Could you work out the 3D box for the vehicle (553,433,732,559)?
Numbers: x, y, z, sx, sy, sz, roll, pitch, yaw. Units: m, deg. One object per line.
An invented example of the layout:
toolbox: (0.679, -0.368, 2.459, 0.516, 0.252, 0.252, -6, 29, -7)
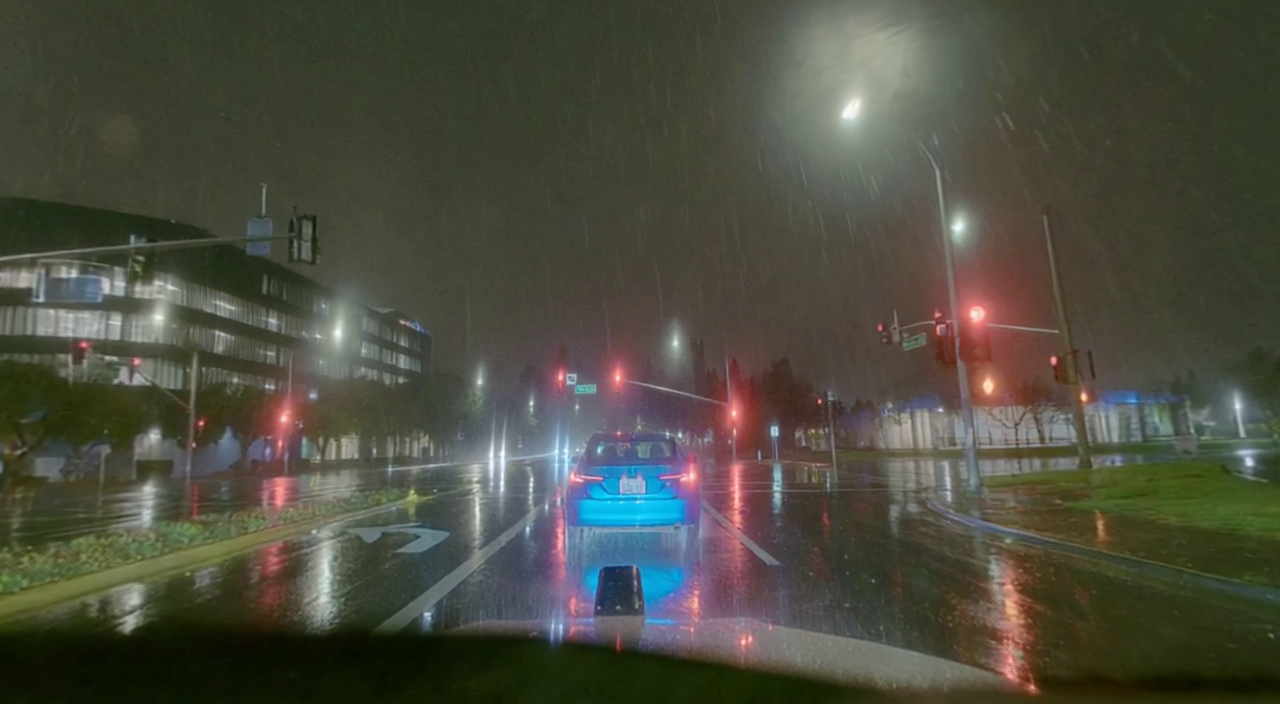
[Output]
vehicle: (-0.005, 1.998, 9.500, 2.107, 1.470, 3.974, 0, -9, -1)
